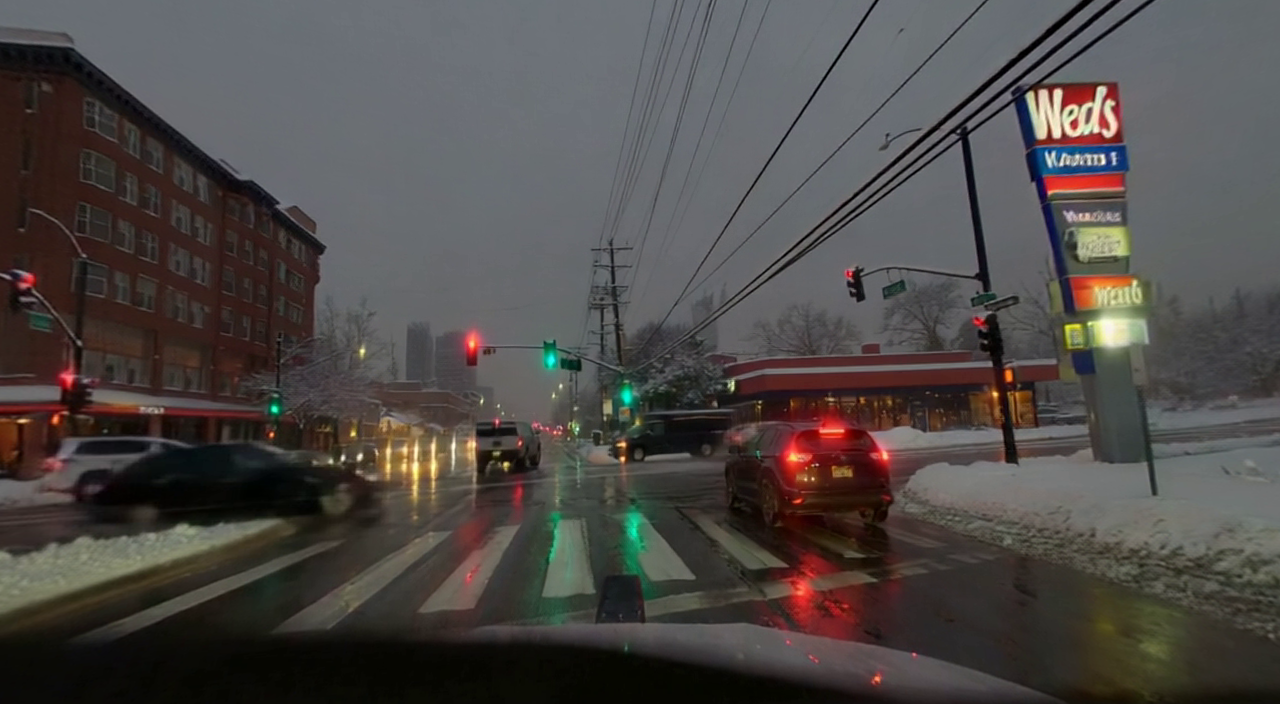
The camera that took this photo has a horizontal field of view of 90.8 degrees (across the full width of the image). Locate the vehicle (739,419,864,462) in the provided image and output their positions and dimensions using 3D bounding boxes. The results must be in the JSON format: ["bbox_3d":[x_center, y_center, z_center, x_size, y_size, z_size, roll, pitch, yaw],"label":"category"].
[{"bbox_3d":[5.999,3.290,23.407,4.433,1.453,1.804,5,-10,-30],"label":"vehicle"}]

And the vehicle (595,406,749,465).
[{"bbox_3d":[1.290,3.194,24.033,5.588,1.985,2.374,6,-10,-36],"label":"vehicle"}]

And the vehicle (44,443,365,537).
[{"bbox_3d":[-8.044,2.543,12.280,4.707,1.487,1.907,4,-10,-28],"label":"vehicle"}]

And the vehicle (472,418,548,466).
[{"bbox_3d":[-5.731,4.090,28.683,2.081,1.938,5.603,-1,-8,2],"label":"vehicle"}]

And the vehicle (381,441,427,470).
[{"bbox_3d":[-13.901,6.015,37.099,2.093,1.446,4.054,2,-7,-26],"label":"vehicle"}]
